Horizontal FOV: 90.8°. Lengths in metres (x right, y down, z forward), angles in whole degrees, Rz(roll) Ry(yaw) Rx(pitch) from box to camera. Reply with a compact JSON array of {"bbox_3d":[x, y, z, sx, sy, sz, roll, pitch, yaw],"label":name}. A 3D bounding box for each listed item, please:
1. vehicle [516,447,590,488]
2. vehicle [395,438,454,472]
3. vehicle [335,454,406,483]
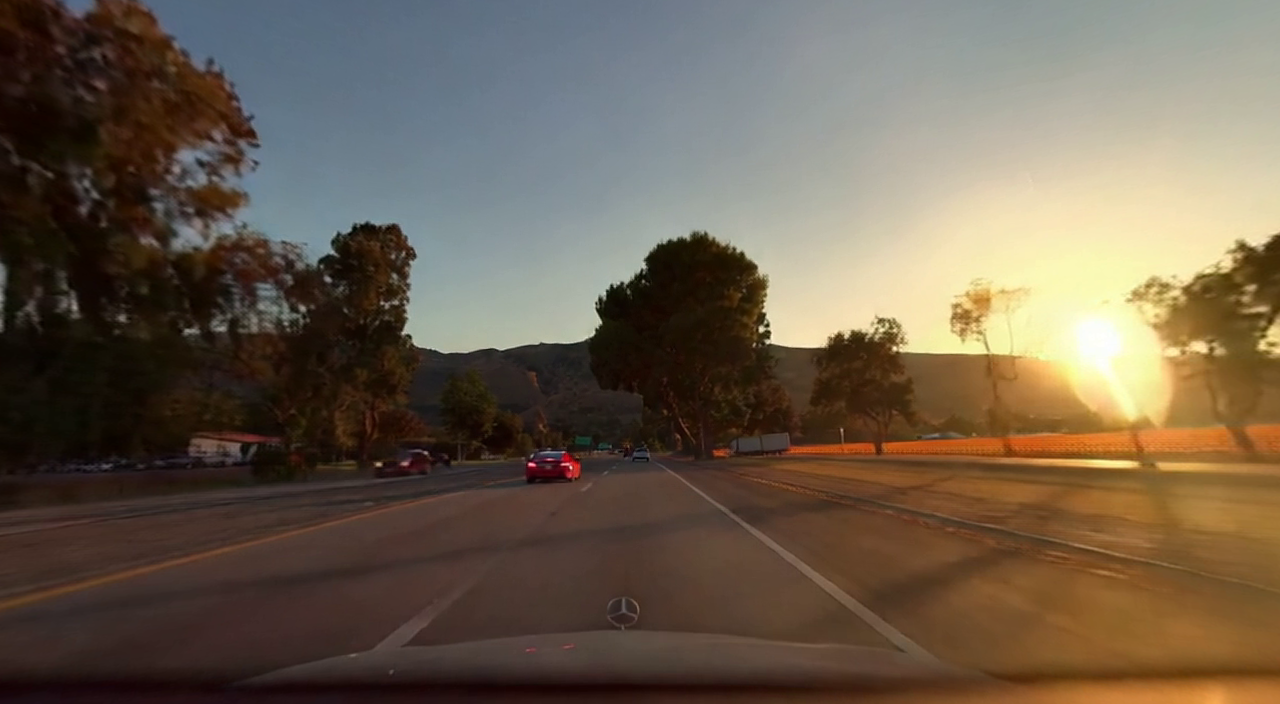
[{"bbox_3d":[-3.294,4.488,24.914,2.170,1.451,4.584,0,-9,2],"label":"vehicle"},{"bbox_3d":[-16.850,8.091,49.875,2.222,2.428,6.706,0,-9,0],"label":"vehicle"},{"bbox_3d":[-14.313,6.198,33.791,1.907,1.417,4.284,0,-9,0],"label":"vehicle"}]
